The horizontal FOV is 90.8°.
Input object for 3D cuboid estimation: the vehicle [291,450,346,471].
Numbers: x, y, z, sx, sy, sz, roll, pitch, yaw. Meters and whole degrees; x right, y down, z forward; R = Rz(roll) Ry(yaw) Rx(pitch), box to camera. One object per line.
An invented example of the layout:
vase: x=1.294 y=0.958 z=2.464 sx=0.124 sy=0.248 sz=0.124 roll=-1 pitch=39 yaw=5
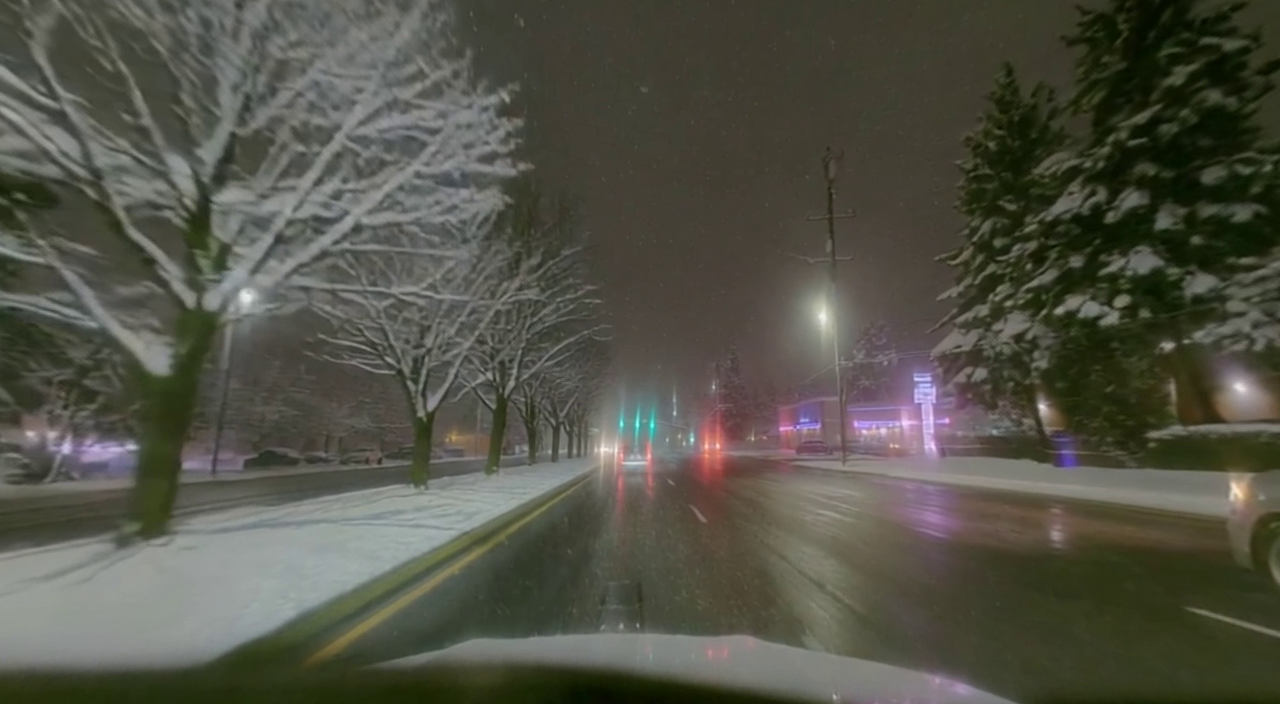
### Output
vehicle: x=-24.271 y=8.164 z=47.911 sx=1.915 sy=1.460 sz=4.717 roll=0 pitch=-8 yaw=-3

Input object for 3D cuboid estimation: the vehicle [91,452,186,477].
vehicle: x=-33.073 y=7.374 z=41.758 sx=4.686 sy=1.478 sz=1.801 roll=7 pitch=-11 yaw=-41

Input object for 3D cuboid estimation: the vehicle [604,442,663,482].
vehicle: x=-0.273 y=4.379 z=25.509 sx=2.185 sy=1.473 sz=3.925 roll=0 pitch=-8 yaw=-1

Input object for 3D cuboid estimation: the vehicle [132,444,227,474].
vehicle: x=-33.130 y=7.633 z=45.537 sx=5.124 sy=2.003 sz=2.233 roll=7 pitch=-11 yaw=-41
